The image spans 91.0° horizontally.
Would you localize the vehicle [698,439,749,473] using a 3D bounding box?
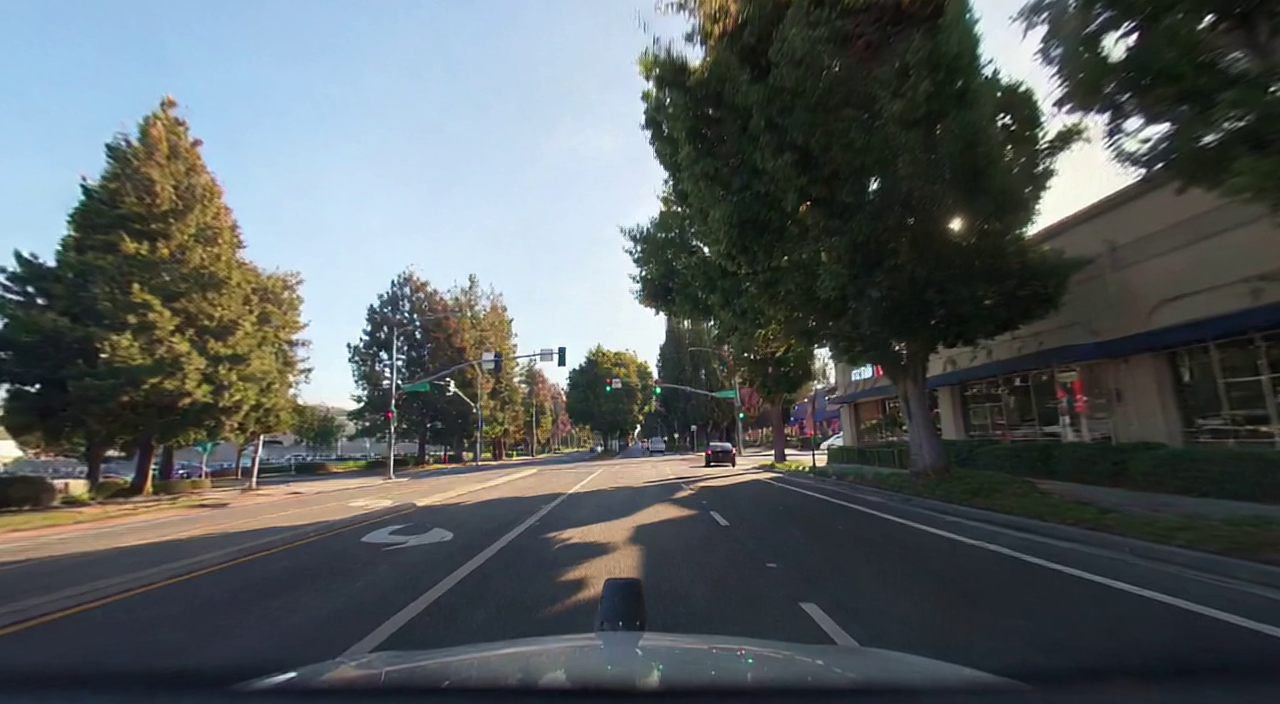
[{"bbox_3d":[3.908,4.962,30.320,2.064,1.470,4.610,-1,-8,3],"label":"vehicle"}]
